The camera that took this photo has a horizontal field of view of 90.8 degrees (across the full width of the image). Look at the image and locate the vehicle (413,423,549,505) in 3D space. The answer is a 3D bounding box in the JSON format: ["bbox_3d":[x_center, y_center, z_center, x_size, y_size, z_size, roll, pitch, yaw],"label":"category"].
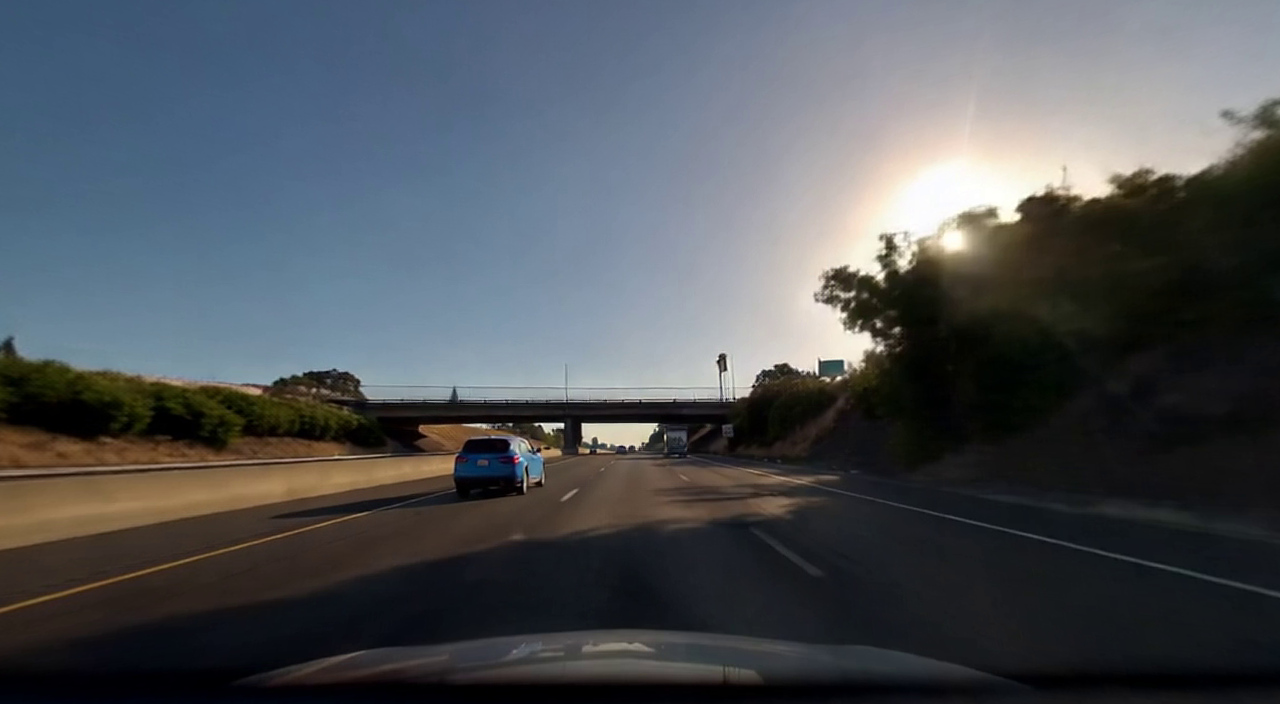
[{"bbox_3d":[-3.848,2.851,16.465,2.205,1.773,5.124,0,-8,0],"label":"vehicle"}]
